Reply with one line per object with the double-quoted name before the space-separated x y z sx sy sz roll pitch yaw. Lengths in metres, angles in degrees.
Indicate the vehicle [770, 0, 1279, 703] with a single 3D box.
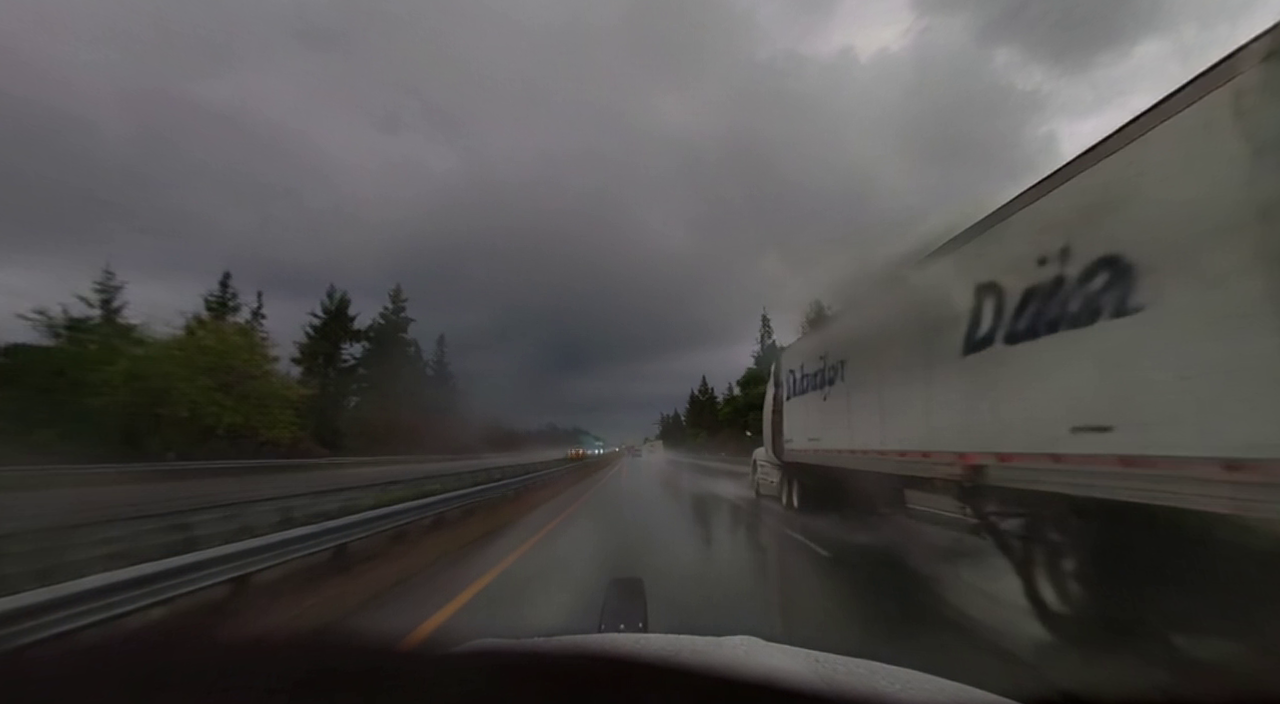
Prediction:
"vehicle" 4.076 0.660 6.959 2.876 3.419 11.591 0 -9 0
